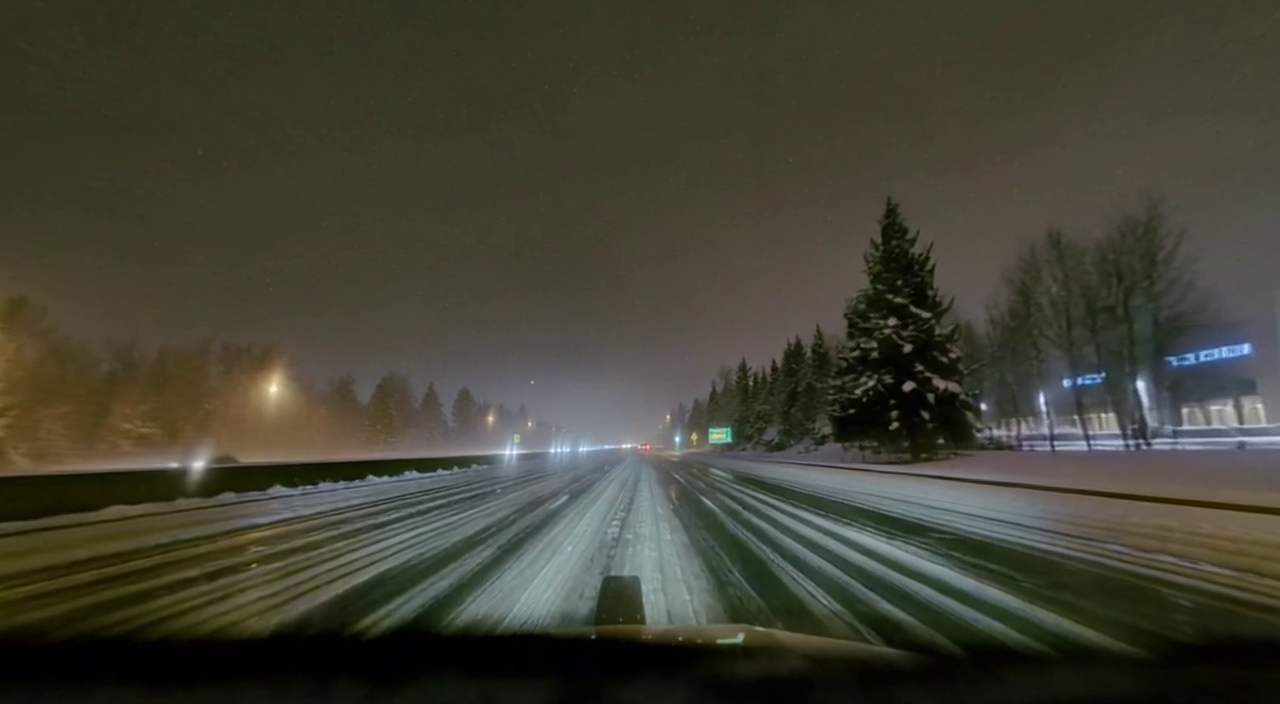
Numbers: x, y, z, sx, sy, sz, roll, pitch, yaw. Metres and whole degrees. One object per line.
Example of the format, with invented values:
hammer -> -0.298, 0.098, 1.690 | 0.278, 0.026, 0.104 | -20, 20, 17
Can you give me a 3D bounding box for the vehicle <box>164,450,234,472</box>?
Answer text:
vehicle -> -32.367, 7.963, 46.386 | 1.846, 1.509, 4.539 | 0, -9, 1
